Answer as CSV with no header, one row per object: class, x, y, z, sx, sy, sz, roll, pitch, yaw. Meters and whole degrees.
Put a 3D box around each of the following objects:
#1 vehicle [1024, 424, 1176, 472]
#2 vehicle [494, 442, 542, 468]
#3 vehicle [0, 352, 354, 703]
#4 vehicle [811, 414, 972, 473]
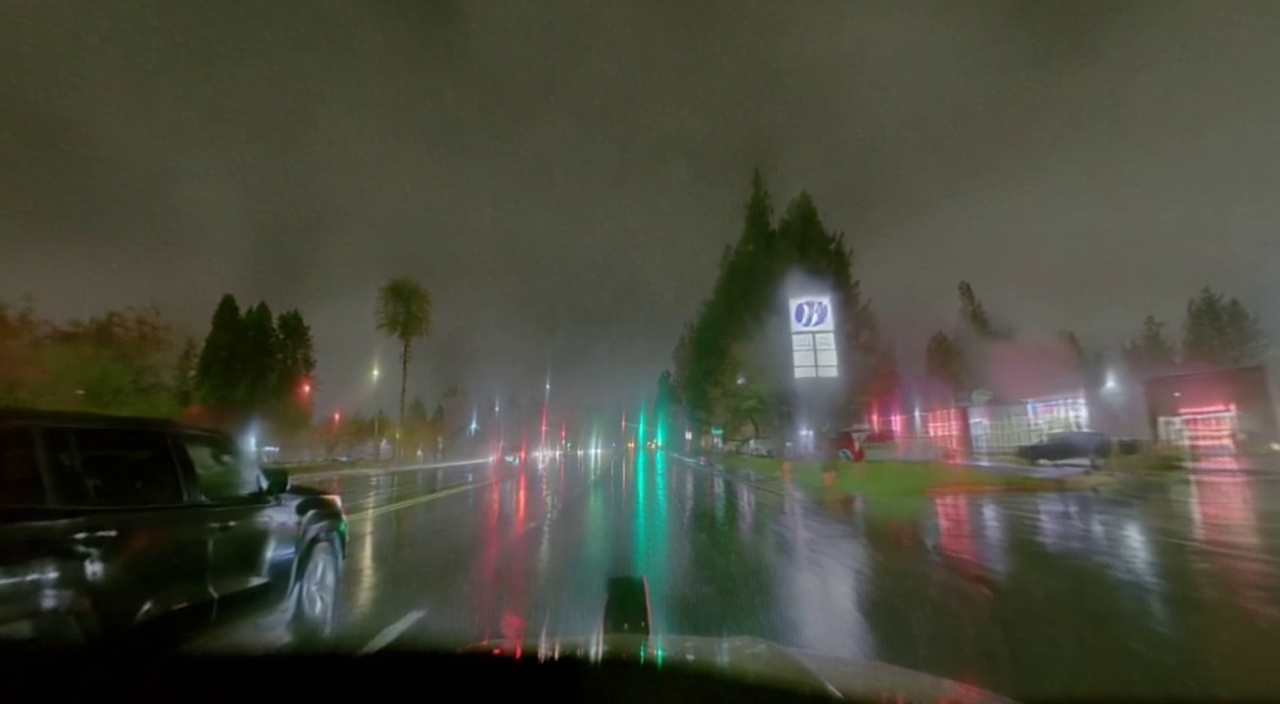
vehicle,15.721,3.311,21.933,2.177,1.397,4.511,-3,-8,6
vehicle,-7.412,6.303,38.806,1.990,1.483,4.410,0,-8,1
vehicle,-3.368,0.934,2.914,2.127,1.654,4.121,0,-8,0
vehicle,8.790,3.280,22.577,5.031,1.951,2.184,-2,-9,15
